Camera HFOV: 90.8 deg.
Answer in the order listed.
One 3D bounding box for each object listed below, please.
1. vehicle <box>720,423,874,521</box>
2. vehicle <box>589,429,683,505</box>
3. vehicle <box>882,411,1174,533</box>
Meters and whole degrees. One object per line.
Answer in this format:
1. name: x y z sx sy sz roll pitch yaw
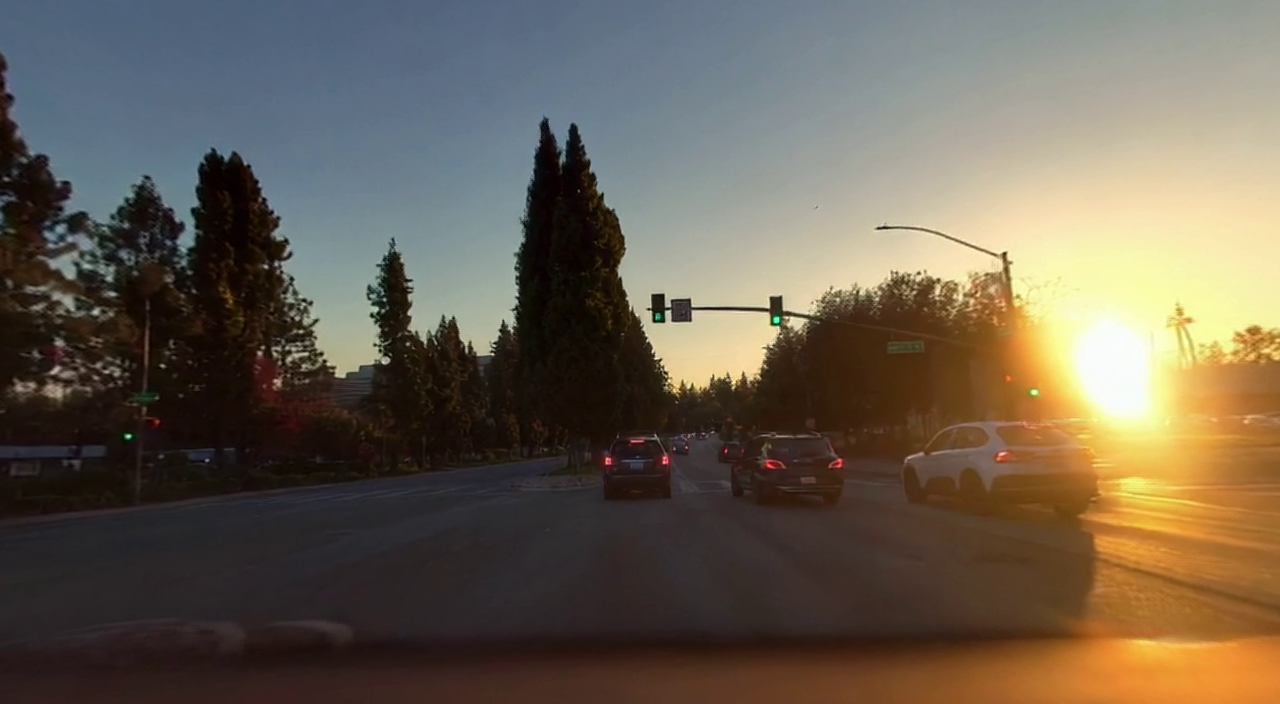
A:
1. vehicle: 3.246 2.617 14.384 2.057 1.788 5.216 0 -9 -1
2. vehicle: -0.147 3.199 18.015 2.353 1.894 4.122 0 -9 -1
3. vehicle: 7.019 2.247 12.463 2.251 1.873 5.346 0 -9 -1
